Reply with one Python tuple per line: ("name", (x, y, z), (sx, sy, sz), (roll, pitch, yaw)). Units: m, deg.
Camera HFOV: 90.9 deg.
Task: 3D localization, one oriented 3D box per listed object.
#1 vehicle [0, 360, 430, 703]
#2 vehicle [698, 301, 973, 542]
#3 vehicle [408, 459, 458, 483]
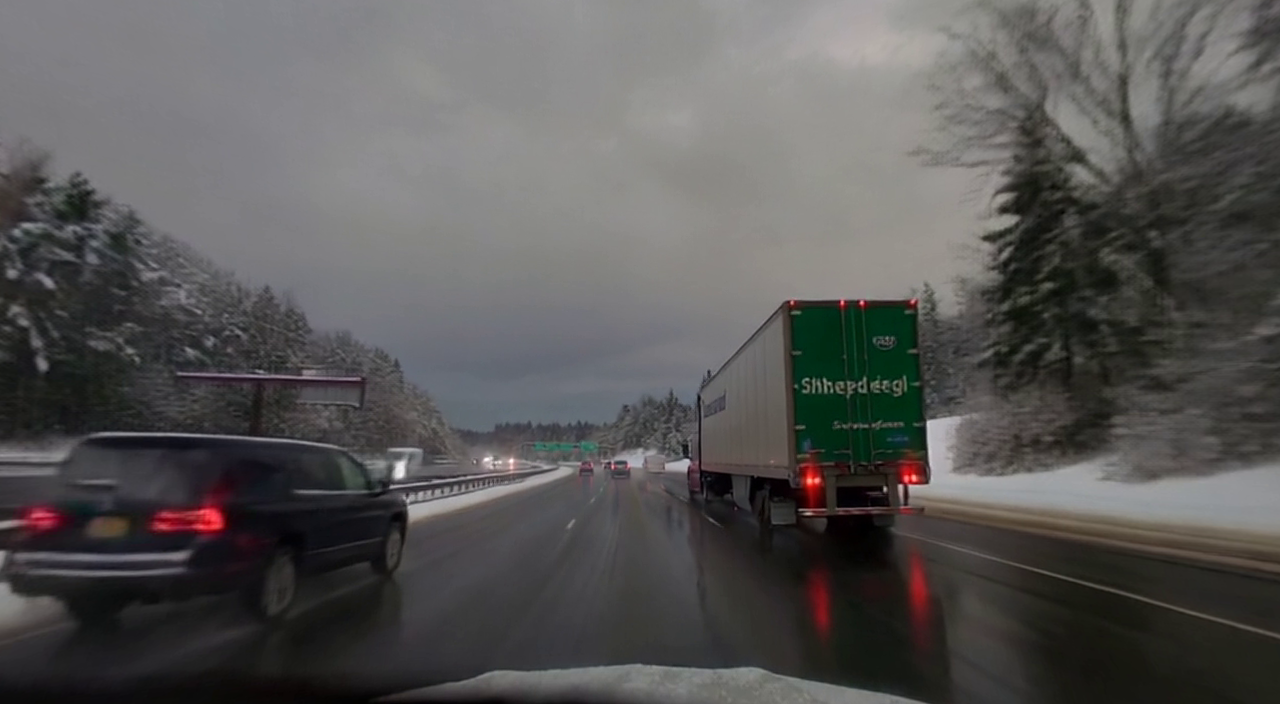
("vehicle", (-3.571, 1.323, 5.166), (2.070, 1.775, 4.646), (1, -10, 0))
("vehicle", (4.096, 2.444, 18.262), (2.992, 4.300, 13.967), (1, -10, -2))
("vehicle", (-13.785, 7.964, 42.212), (1.863, 1.466, 4.421), (1, -10, -1))
